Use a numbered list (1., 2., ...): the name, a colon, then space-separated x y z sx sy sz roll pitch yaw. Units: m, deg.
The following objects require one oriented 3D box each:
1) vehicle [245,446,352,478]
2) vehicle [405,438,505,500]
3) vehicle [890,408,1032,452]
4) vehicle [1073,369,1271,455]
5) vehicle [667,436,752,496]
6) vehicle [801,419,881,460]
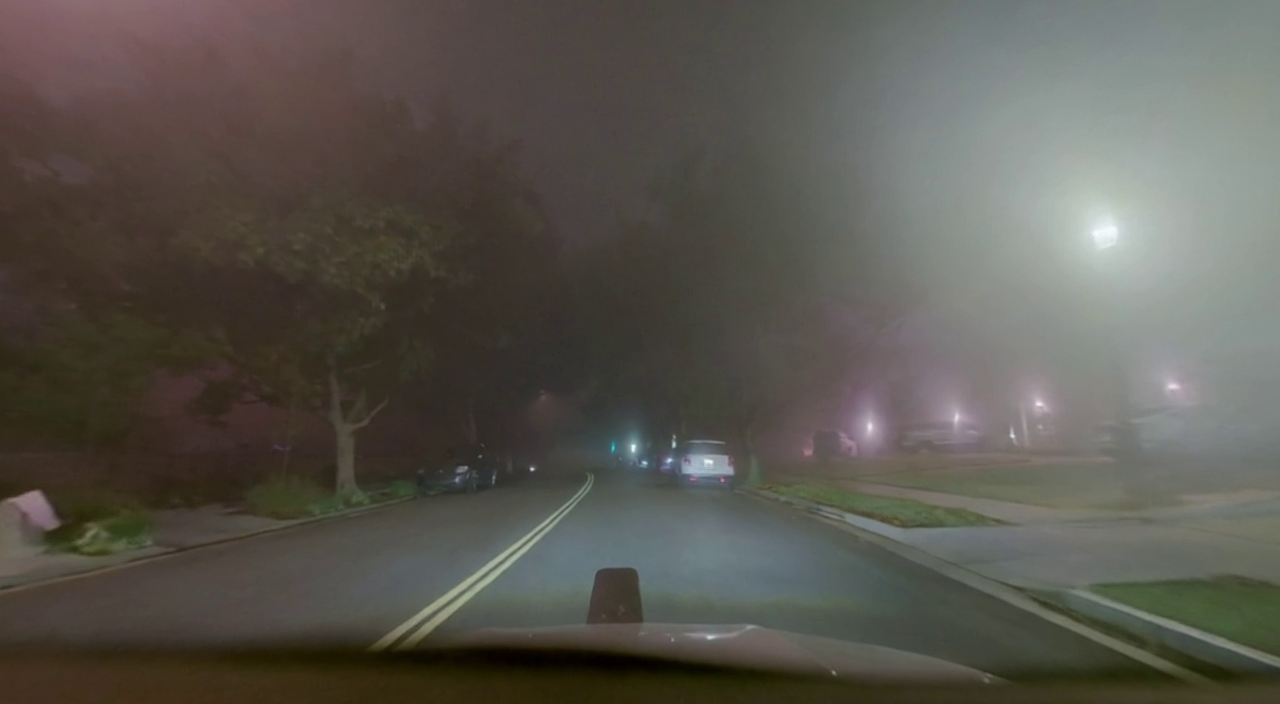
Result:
1. vehicle: -17.093 5.502 31.696 4.527 1.466 1.880 -2 -9 13
2. vehicle: -6.031 3.816 21.229 2.155 1.729 4.799 -1 -7 -3
3. vehicle: 12.734 3.170 25.405 4.639 1.634 2.005 -2 -9 14
4. vehicle: 12.124 1.555 14.848 1.880 1.626 4.495 -2 -10 18
5. vehicle: 2.271 3.908 22.108 2.229 1.826 4.611 0 -8 -3
6. vehicle: 10.141 4.381 31.610 2.100 1.857 4.611 -7 -11 40
